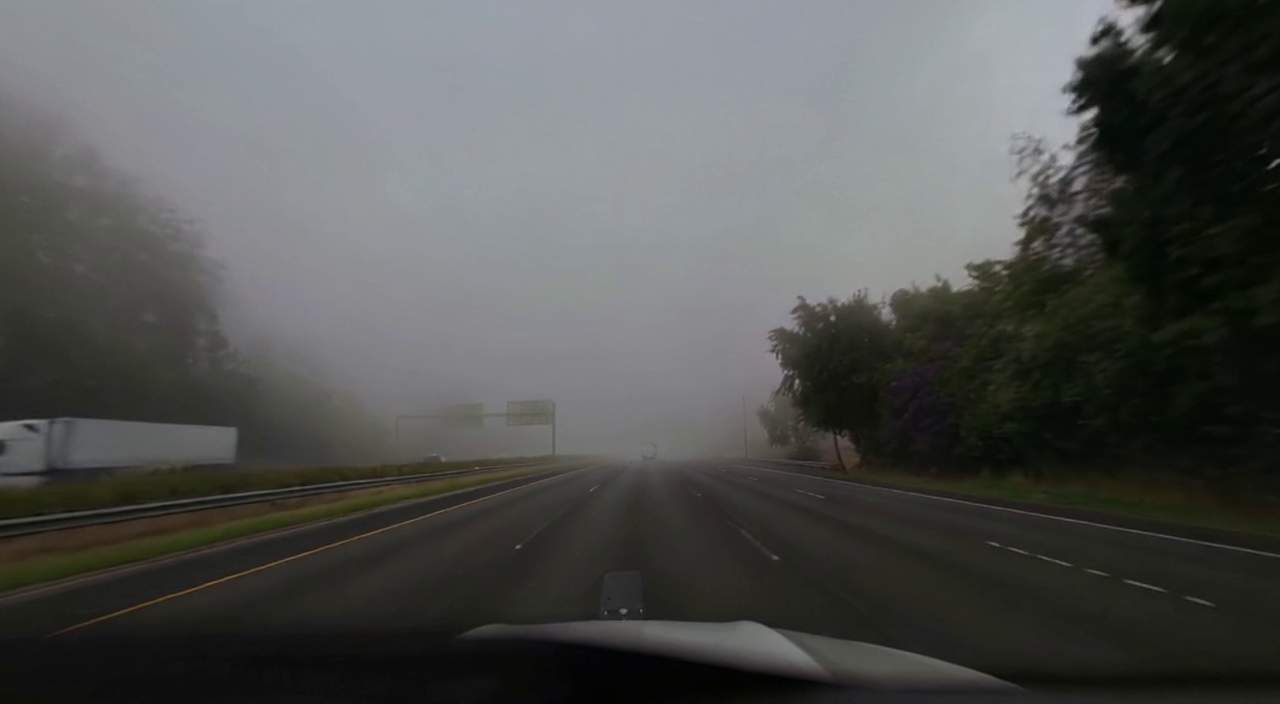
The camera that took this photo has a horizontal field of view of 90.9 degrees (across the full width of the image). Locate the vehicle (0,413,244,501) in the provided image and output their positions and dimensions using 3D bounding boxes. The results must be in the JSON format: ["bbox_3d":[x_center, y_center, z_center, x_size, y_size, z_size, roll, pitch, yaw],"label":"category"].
[{"bbox_3d":[-30.393,6.170,37.616,2.889,4.119,15.342,-1,-9,3],"label":"vehicle"}]

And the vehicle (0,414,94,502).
[{"bbox_3d":[-30.694,5.090,30.364,2.958,4.004,5.956,0,-9,2],"label":"vehicle"}]
